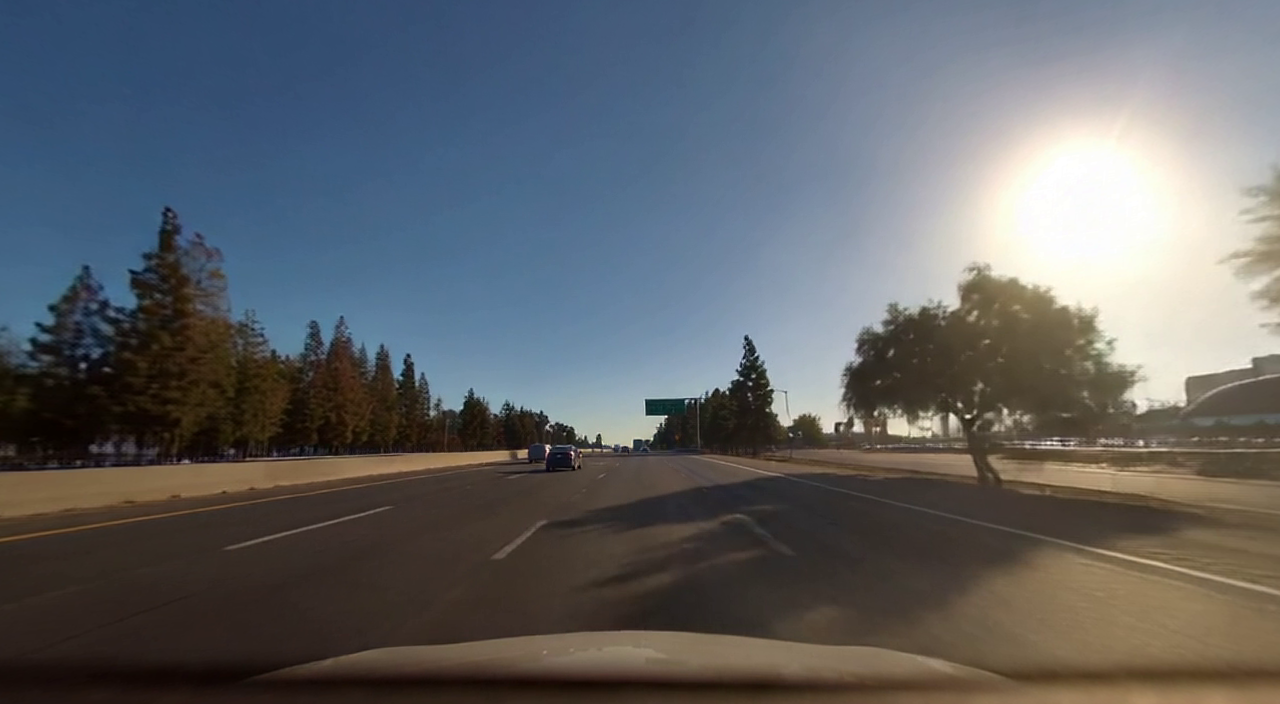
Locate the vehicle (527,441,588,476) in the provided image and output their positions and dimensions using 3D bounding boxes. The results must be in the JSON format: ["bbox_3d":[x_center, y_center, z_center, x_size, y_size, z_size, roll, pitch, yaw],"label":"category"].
[{"bbox_3d":[-3.673,4.814,28.824,2.128,1.450,4.078,0,-8,1],"label":"vehicle"}]
